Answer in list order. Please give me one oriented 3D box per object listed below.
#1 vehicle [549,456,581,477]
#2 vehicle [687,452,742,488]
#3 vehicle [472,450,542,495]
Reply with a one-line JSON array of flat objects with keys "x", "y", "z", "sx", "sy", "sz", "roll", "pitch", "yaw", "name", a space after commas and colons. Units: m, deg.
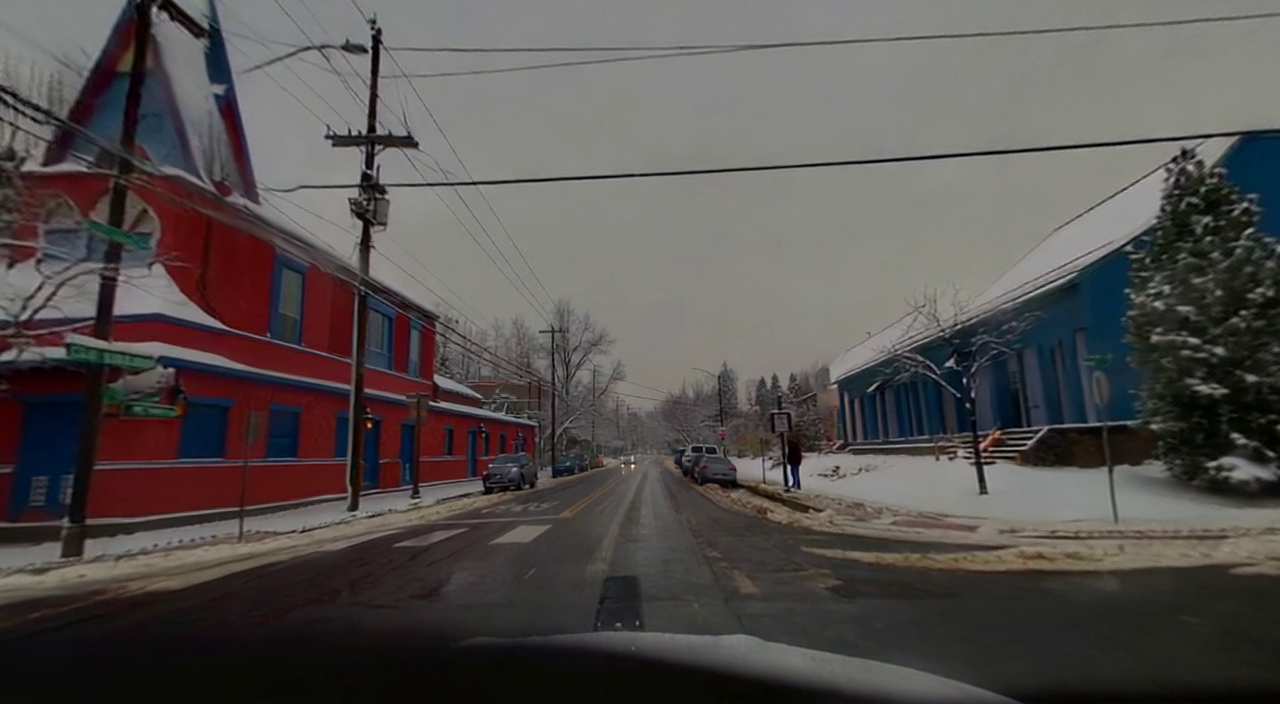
[{"x": -5.833, "y": 8.959, "z": 49.553, "sx": 1.844, "sy": 1.486, "sz": 4.474, "roll": 0, "pitch": -9, "yaw": 2, "name": "vehicle"}, {"x": 3.307, "y": 5.351, "z": 28.914, "sx": 1.966, "sy": 1.471, "sz": 4.552, "roll": 0, "pitch": -9, "yaw": 0, "name": "vehicle"}, {"x": -6.164, "y": 5.621, "z": 29.837, "sx": 2.140, "sy": 1.746, "sz": 4.385, "roll": -4, "pitch": -8, "yaw": 2, "name": "vehicle"}]
